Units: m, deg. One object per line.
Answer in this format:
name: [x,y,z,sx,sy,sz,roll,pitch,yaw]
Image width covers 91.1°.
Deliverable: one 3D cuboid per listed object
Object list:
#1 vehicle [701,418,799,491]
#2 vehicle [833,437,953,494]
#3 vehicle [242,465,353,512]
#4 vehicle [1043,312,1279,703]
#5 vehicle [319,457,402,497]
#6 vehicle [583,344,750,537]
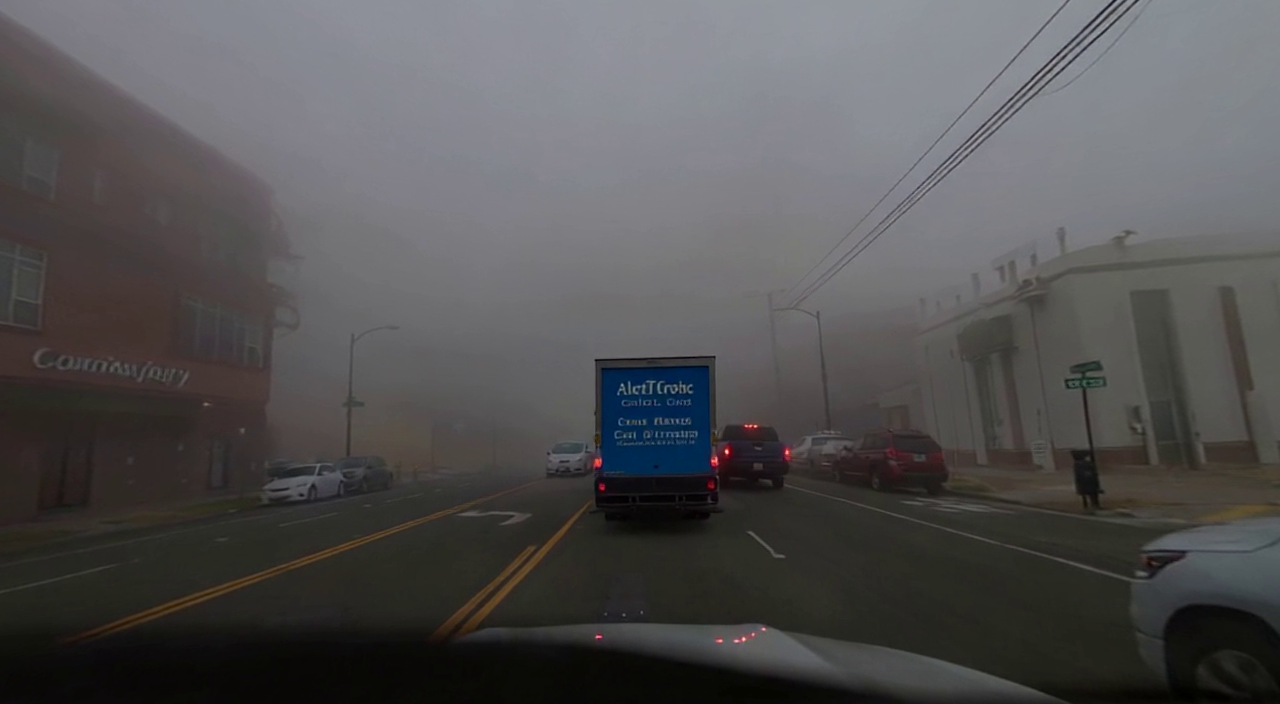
vehicle: [3.426,3.349,20.781,2.346,2.062,5.236,0,-8,1]
vehicle: [7.646,3.446,19.470,1.951,1.548,4.290,0,-9,1]
vehicle: [-13.381,5.321,24.865,1.901,1.508,4.405,0,-8,0]
vehicle: [3.436,0.607,1.415,2.104,1.786,4.498,-1,-9,2]
vehicle: [-13.247,5.928,30.083,1.943,1.682,4.365,0,-8,0]
vehicle: [0.275,1.779,12.685,2.517,2.926,6.177,0,-9,-2]
